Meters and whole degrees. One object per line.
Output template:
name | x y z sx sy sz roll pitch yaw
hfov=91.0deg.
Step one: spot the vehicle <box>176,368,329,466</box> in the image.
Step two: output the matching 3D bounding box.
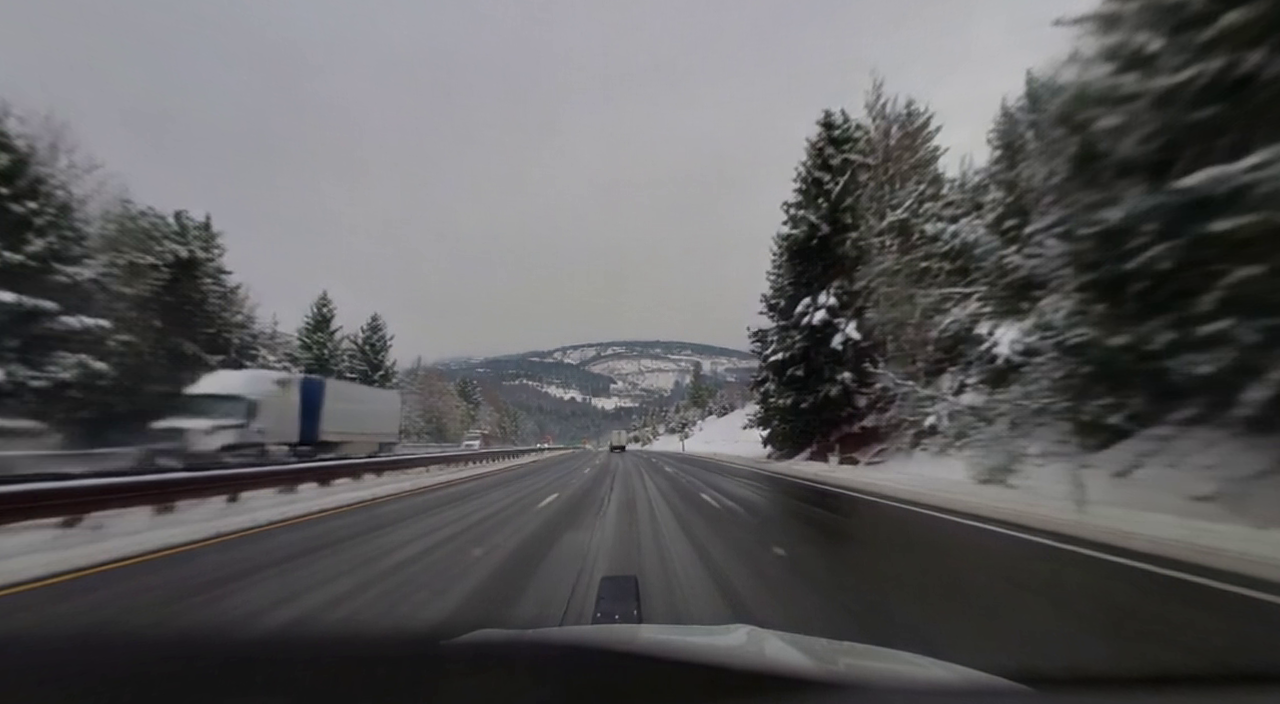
vehicle | -16.794 2.968 27.913 2.988 3.840 5.931 -1 -8 -1
